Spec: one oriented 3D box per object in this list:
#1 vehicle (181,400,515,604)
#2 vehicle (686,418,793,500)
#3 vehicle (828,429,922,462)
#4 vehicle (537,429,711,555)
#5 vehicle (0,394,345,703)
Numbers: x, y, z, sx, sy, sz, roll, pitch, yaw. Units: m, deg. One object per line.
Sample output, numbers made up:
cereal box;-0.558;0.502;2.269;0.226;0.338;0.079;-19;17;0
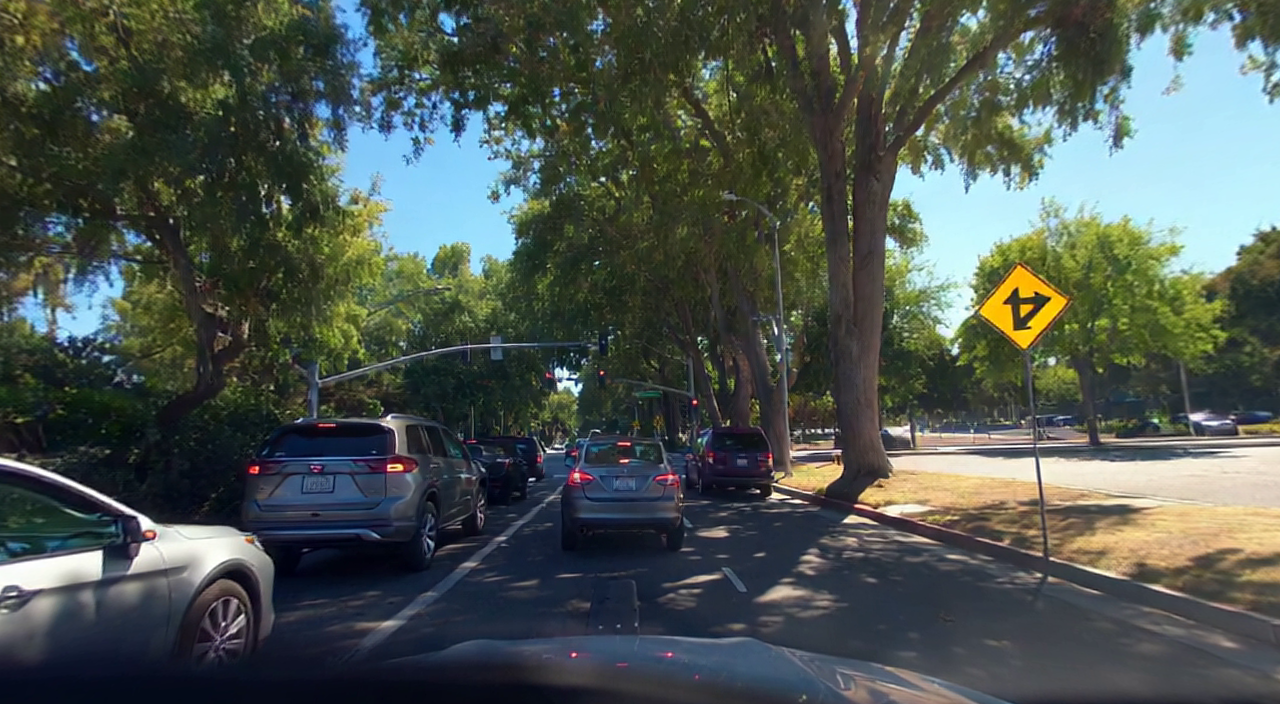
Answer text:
vehicle;-2.886;1.574;7.454;1.964;1.712;4.097;0;-8;0
vehicle;2.463;2.811;16.870;2.059;1.864;4.541;0;-8;-1
vehicle;11.395;4.559;30.693;3.883;1.534;1.779;0;-8;2
vehicle;-0.244;1.923;9.350;2.025;1.453;3.848;0;-8;-2
vehicle;-2.913;0.837;1.623;1.974;1.484;4.716;0;-8;1
